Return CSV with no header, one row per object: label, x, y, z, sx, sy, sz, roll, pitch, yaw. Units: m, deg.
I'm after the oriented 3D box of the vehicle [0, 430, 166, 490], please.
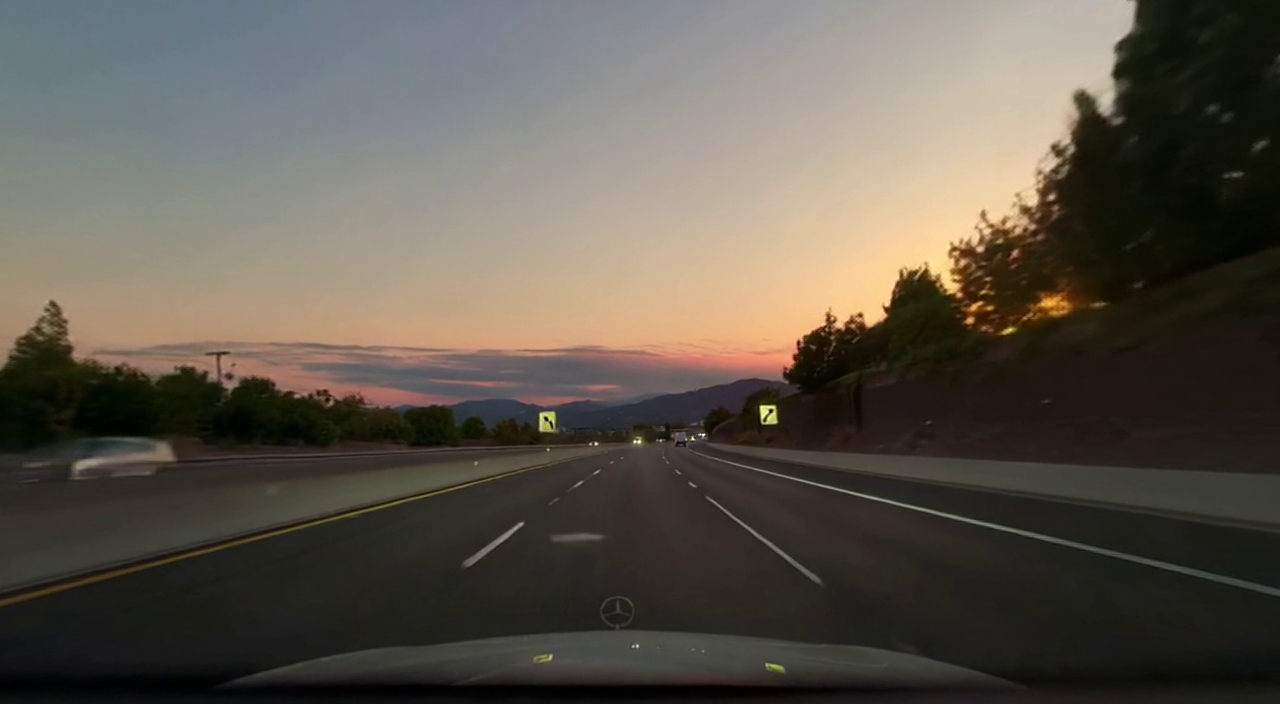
vehicle,-20.853,3.988,23.685,2.075,1.944,4.938,-1,-8,1
